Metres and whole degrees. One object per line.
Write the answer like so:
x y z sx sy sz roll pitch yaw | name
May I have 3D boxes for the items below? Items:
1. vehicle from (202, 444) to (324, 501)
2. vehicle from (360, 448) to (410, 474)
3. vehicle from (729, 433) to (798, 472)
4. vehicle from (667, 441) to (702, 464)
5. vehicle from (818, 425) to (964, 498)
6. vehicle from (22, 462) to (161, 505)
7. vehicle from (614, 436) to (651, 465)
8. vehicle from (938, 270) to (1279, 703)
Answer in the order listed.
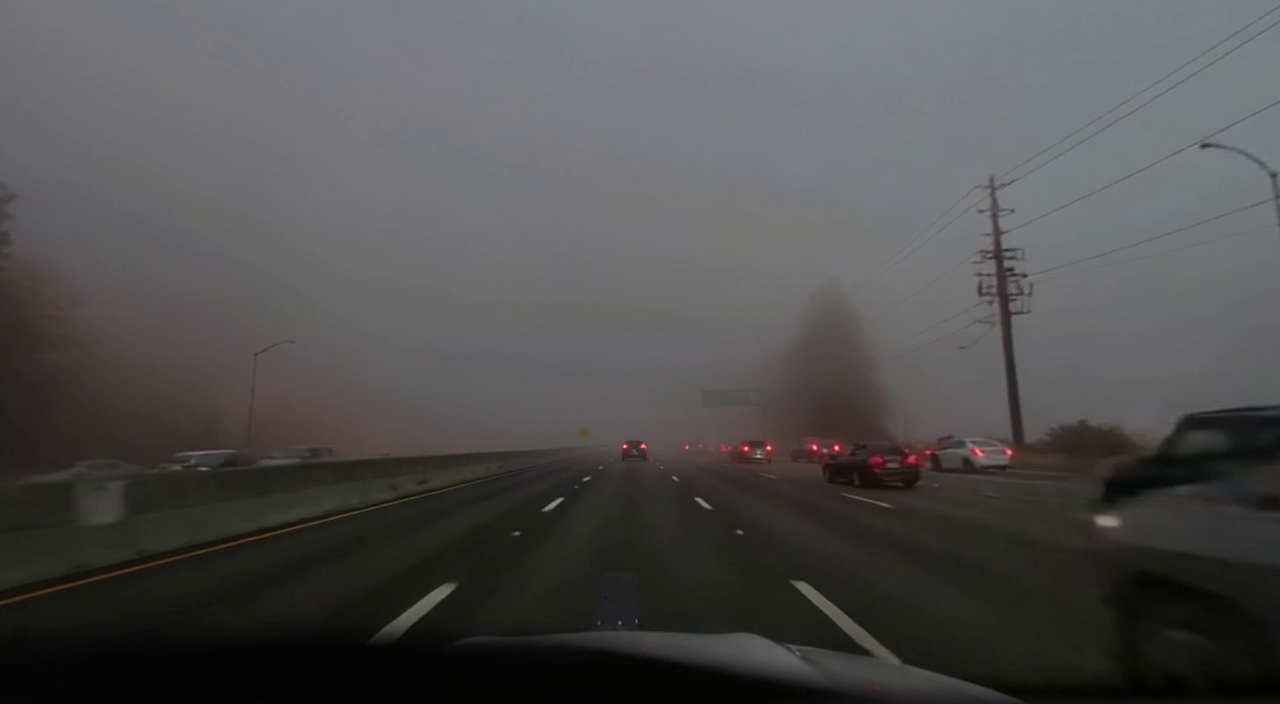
-15.547 4.933 26.390 2.010 2.033 5.111 1 -8 -1 | vehicle
-19.027 8.100 47.175 1.925 1.810 4.318 0 -8 -1 | vehicle
6.214 5.134 32.390 2.145 1.822 4.791 1 -8 -6 | vehicle
2.976 6.893 43.287 1.948 1.476 4.691 0 -8 -2 | vehicle
6.680 2.968 17.419 2.066 1.739 4.493 0 -8 -1 | vehicle
-22.815 5.463 26.488 1.795 1.459 4.573 0 -8 -1 | vehicle
-0.500 6.536 41.934 2.314 1.796 4.254 0 -8 -1 | vehicle
3.014 0.607 1.462 2.152 1.821 4.853 0 -8 -1 | vehicle
